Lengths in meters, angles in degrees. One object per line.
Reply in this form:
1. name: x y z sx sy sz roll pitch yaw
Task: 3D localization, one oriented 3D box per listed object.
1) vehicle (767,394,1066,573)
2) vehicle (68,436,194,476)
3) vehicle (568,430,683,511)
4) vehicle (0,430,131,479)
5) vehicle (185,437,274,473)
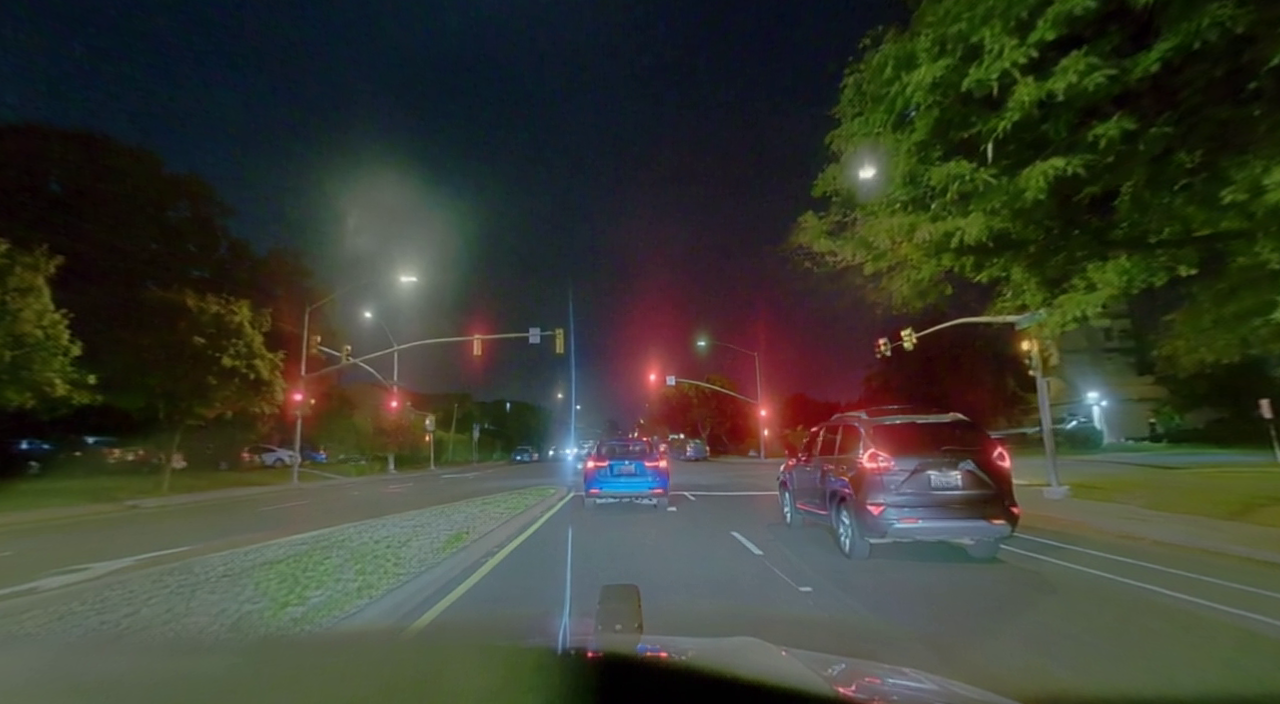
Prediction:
1. vehicle: 3.197 1.634 8.549 2.046 1.768 4.370 0 -8 0
2. vehicle: -28.472 5.804 35.621 5.119 2.119 2.199 4 -9 -29
3. vehicle: -0.297 2.606 14.388 2.177 1.512 4.682 0 -8 0
4. vehicle: -28.823 5.031 31.259 5.285 2.200 2.387 3 -10 -32
5. vehicle: -28.544 7.155 44.000 4.943 2.110 2.217 3 -11 -38
